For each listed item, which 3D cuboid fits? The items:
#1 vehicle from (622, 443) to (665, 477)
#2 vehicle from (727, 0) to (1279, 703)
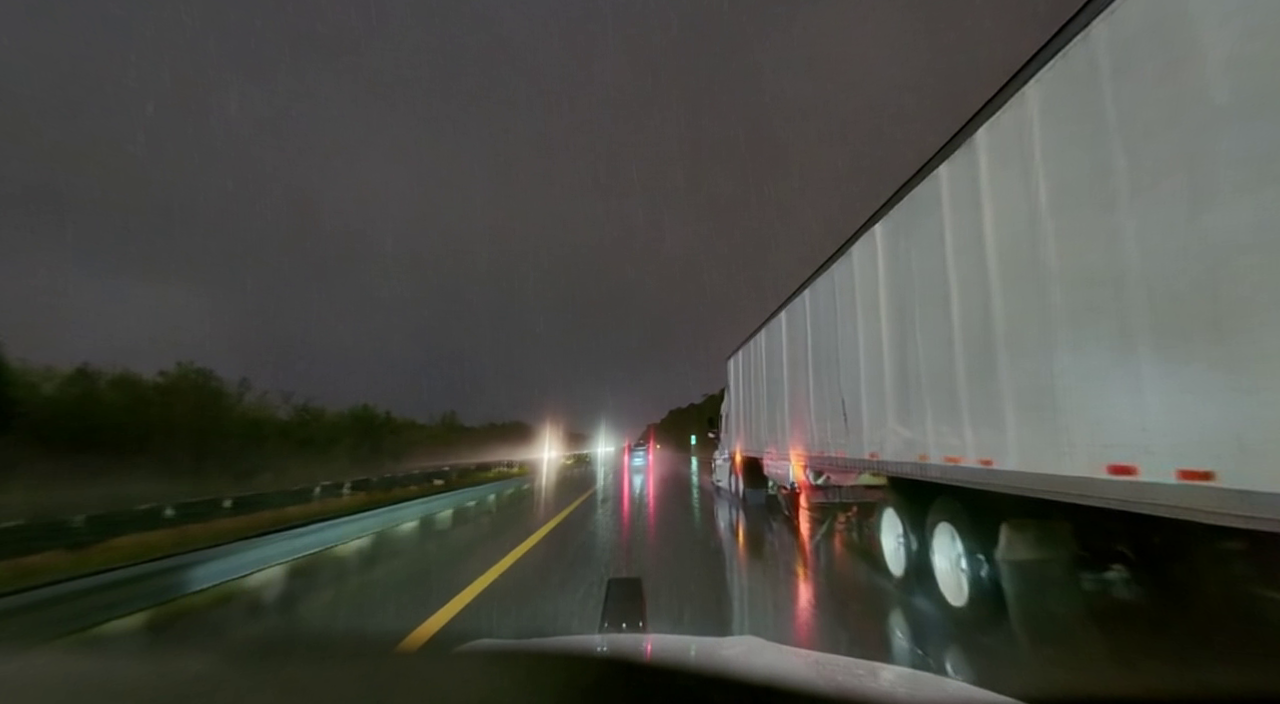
[{"bbox_3d":[0.168,5.232,30.914,1.968,1.515,4.025,-1,-8,1],"label":"vehicle"},{"bbox_3d":[3.849,0.717,9.312,2.929,4.158,15.921,0,-8,0],"label":"vehicle"}]
